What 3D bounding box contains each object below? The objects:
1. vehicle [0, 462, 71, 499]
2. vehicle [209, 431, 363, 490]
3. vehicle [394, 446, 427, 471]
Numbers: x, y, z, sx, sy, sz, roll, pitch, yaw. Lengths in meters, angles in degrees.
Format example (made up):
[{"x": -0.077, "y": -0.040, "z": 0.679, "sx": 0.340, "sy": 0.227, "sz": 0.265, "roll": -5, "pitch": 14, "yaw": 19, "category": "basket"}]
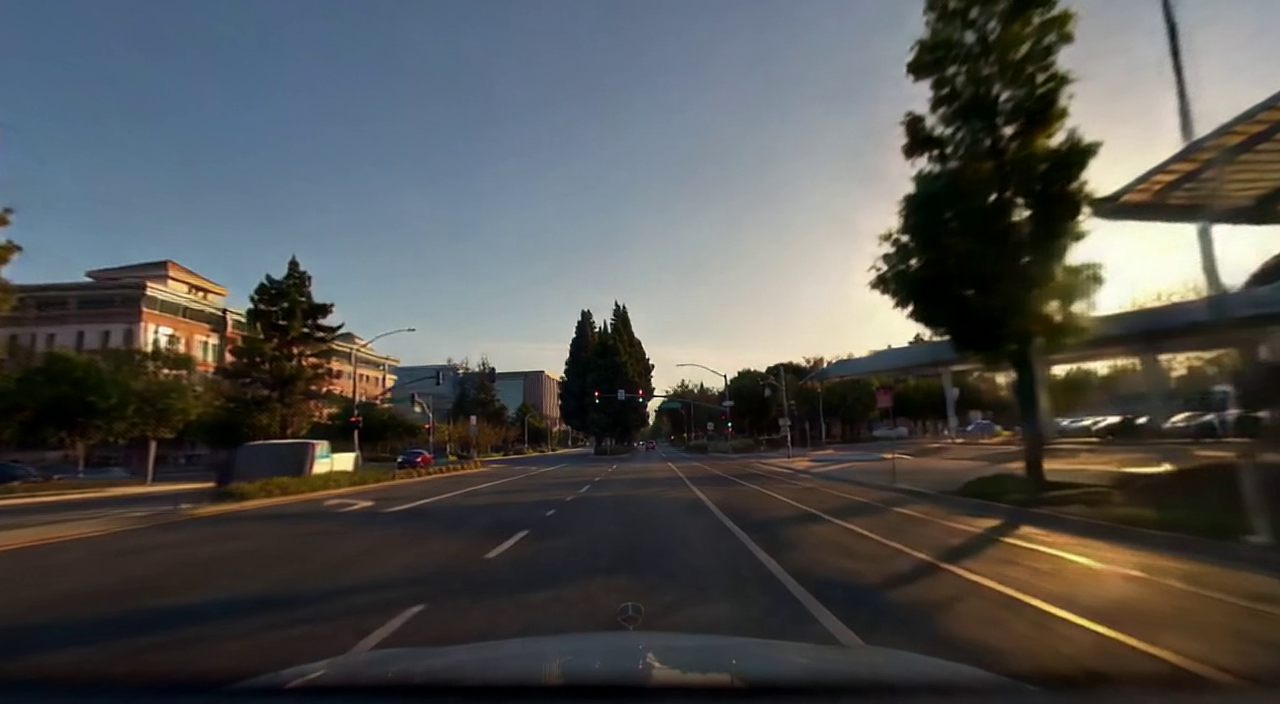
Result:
[{"x": -34.537, "y": 7.043, "z": 34.816, "sx": 2.020, "sy": 1.812, "sz": 4.914, "roll": 1, "pitch": -8, "yaw": -8, "category": "vehicle"}, {"x": -12.587, "y": 3.895, "z": 23.042, "sx": 2.225, "sy": 1.876, "sz": 5.661, "roll": 0, "pitch": -8, "yaw": 2, "category": "vehicle"}, {"x": -17.088, "y": 7.860, "z": 46.771, "sx": 1.999, "sy": 1.710, "sz": 4.228, "roll": 4, "pitch": -9, "yaw": -23, "category": "vehicle"}]
